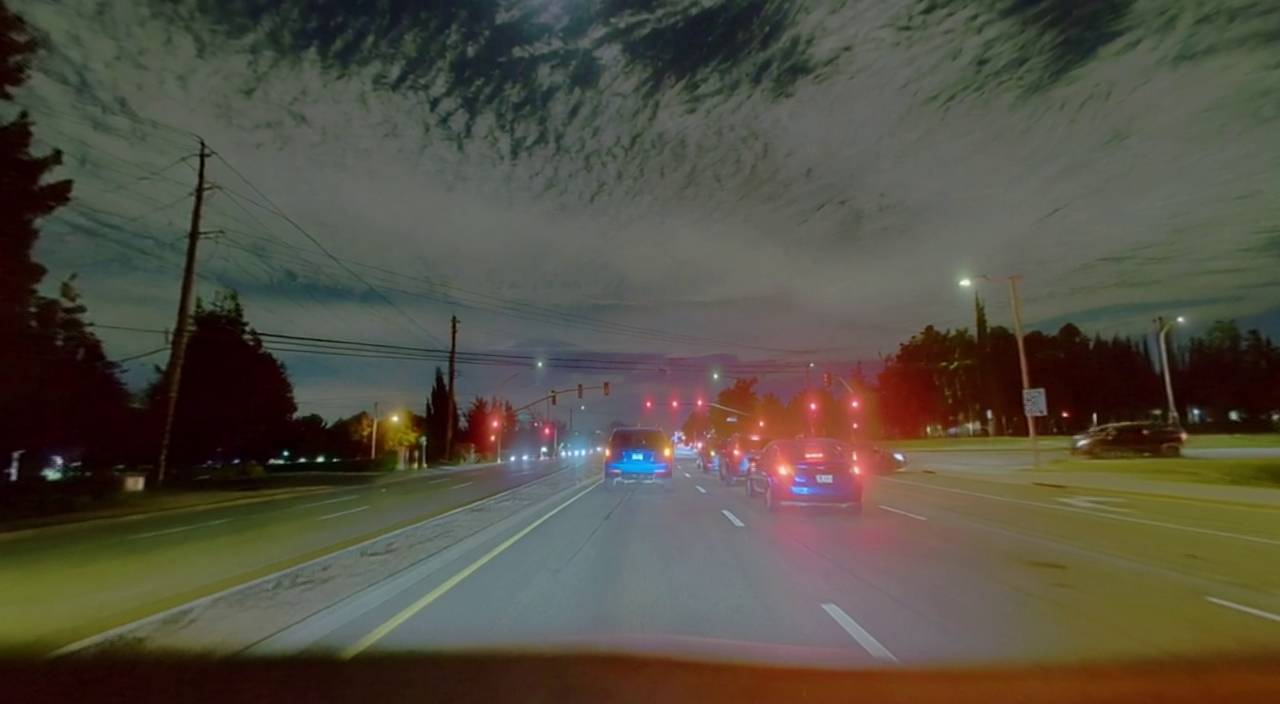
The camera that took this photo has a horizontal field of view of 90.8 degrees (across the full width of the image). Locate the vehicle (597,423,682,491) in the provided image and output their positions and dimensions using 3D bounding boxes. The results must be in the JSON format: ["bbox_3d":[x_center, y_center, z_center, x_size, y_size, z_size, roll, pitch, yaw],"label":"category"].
[{"bbox_3d":[-0.042,3.179,19.403,2.300,1.821,4.254,0,-8,-1],"label":"vehicle"}]

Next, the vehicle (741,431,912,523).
[{"bbox_3d":[3.372,2.350,12.508,1.984,1.462,4.513,0,-8,0],"label":"vehicle"}]

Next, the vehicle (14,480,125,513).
[{"bbox_3d":[-32.453,8.198,36.015,4.224,1.614,2.123,-1,-8,0],"label":"vehicle"}]

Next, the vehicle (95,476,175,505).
[{"bbox_3d":[-33.208,9.102,41.606,3.637,1.483,2.007,-3,-5,2],"label":"vehicle"}]

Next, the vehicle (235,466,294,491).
[{"bbox_3d":[-25.690,8.637,43.219,3.826,1.522,1.741,-7,-10,29],"label":"vehicle"}]

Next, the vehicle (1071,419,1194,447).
[{"bbox_3d":[37.392,6.237,48.213,7.088,1.918,2.678,-7,-10,38],"label":"vehicle"}]
